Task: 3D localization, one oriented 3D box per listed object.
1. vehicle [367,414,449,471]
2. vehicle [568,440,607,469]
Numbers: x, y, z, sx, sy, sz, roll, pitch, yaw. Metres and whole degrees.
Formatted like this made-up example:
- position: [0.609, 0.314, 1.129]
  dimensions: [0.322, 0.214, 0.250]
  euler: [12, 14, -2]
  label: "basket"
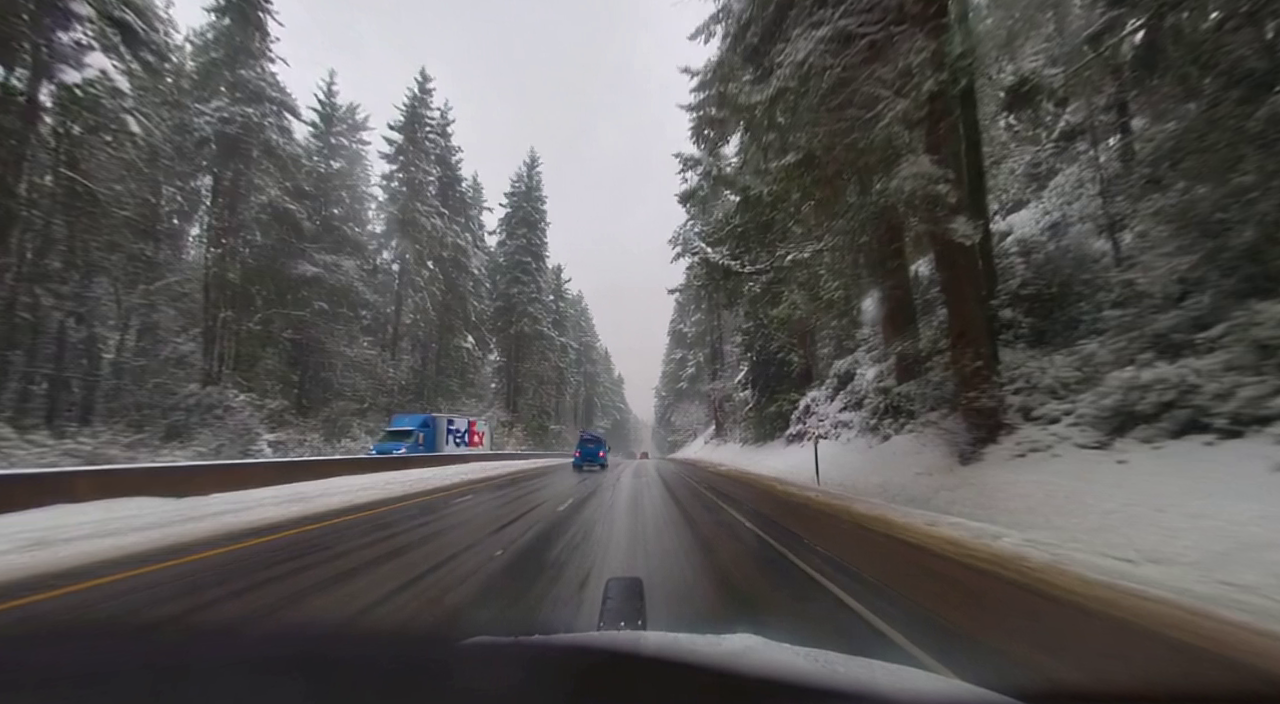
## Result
- position: [-17.187, 6.806, 47.255]
  dimensions: [3.022, 3.874, 8.340]
  euler: [0, -8, 0]
  label: "vehicle"
- position: [-3.403, 6.731, 41.390]
  dimensions: [2.084, 1.752, 4.479]
  euler: [0, -8, 1]
  label: "vehicle"
